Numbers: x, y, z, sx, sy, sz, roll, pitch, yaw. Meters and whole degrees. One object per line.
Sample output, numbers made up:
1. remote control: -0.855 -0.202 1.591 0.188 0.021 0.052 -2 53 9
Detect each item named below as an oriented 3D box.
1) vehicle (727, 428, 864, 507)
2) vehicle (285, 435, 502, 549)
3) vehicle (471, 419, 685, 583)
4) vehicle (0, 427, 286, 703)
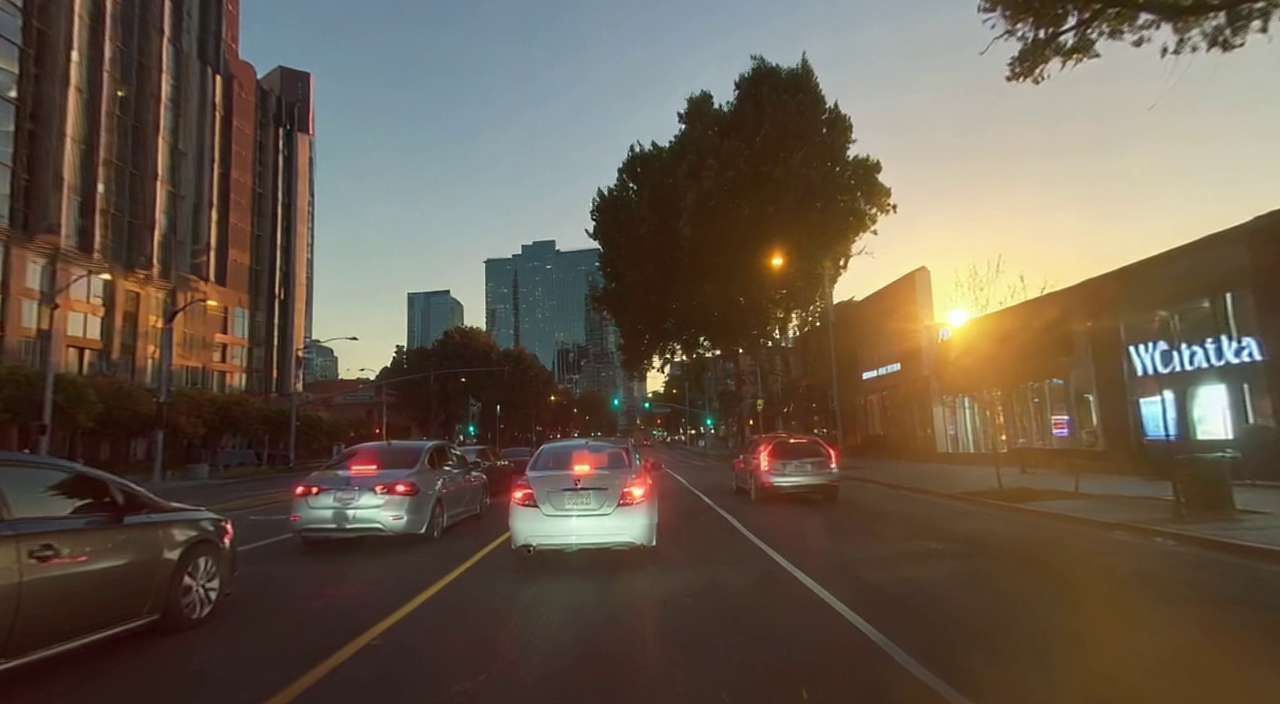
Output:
1. vehicle: 3.583 2.766 15.527 2.097 1.651 4.300 0 -9 -2
2. vehicle: -3.736 2.174 10.508 1.950 1.487 4.130 0 -9 0
3. vehicle: -0.625 1.731 8.106 2.042 1.555 3.912 0 -9 -1
4. vehicle: -4.155 1.134 3.285 2.020 1.457 4.496 0 -9 0
